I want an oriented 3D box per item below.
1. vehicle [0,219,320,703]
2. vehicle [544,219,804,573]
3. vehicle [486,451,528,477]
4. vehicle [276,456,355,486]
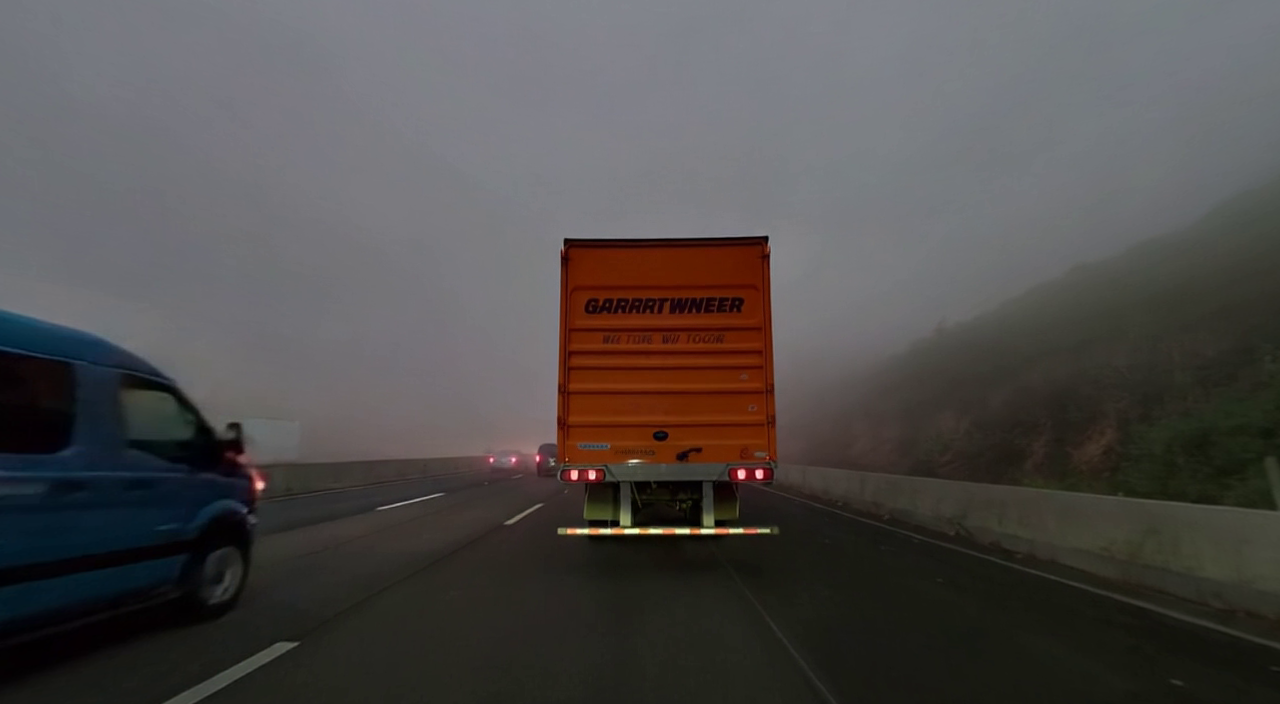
[{"bbox_3d":[-4.139,0.692,3.278,2.208,2.522,5.187,0,-9,-1],"label":"vehicle"},{"bbox_3d":[0.445,1.246,12.431,2.853,4.054,10.557,0,-9,1],"label":"vehicle"},{"bbox_3d":[-8.233,6.954,39.410,1.828,1.502,3.385,0,-9,1],"label":"vehicle"},{"bbox_3d":[-17.093,6.253,33.505,1.878,1.441,4.330,0,-9,0],"label":"vehicle"}]
